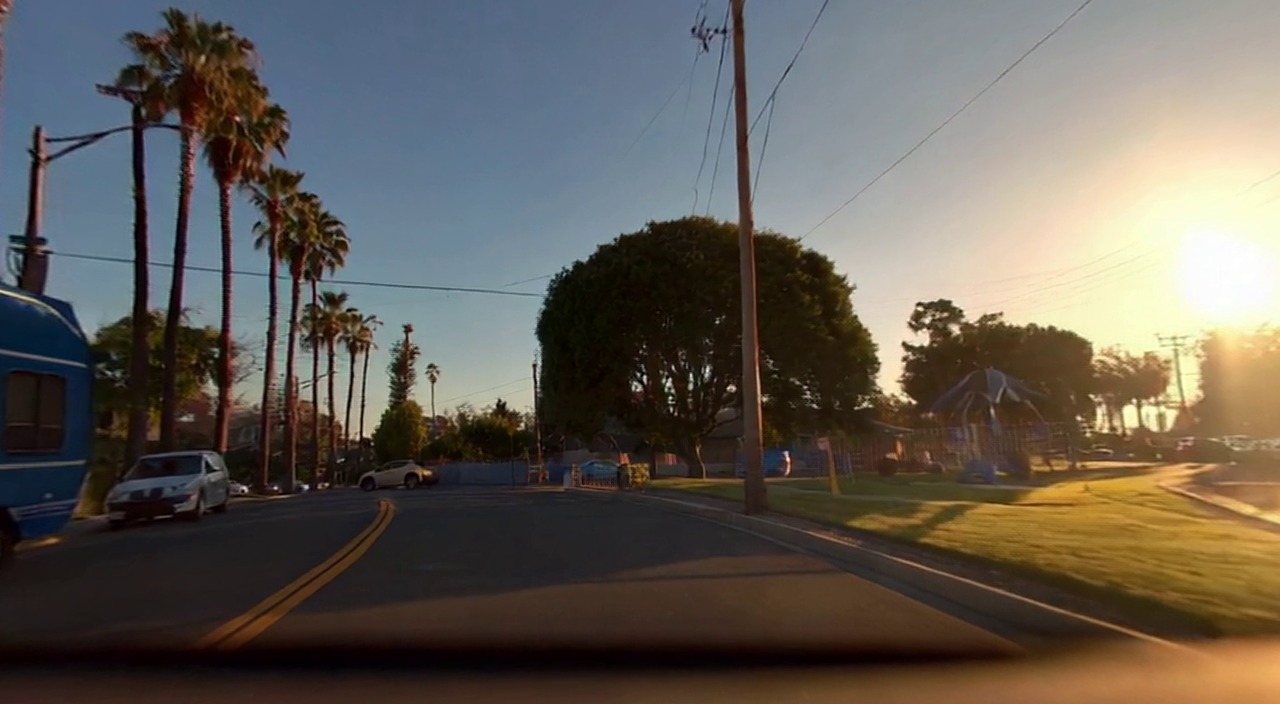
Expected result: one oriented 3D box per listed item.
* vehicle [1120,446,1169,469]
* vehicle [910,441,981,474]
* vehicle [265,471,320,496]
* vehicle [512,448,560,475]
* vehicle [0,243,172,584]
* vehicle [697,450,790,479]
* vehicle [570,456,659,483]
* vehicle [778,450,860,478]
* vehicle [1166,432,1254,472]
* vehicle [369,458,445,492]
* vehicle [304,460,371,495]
[{"bbox_3d":[38.308,7.994,48.063,1.912,1.455,4.268,-4,-6,25],"label":"vehicle"},{"bbox_3d":[20.893,7.144,43.148,4.994,1.898,2.267,3,-7,-38],"label":"vehicle"},{"bbox_3d":[-25.908,9.746,47.058,4.075,1.482,1.789,-5,-7,32],"label":"vehicle"},{"bbox_3d":[-7.920,8.368,48.535,2.164,1.764,4.492,-2,-6,11],"label":"vehicle"},{"bbox_3d":[-8.202,0.415,4.128,3.216,3.720,11.364,0,-6,-9],"label":"vehicle"},{"bbox_3d":[5.980,6.476,36.601,4.952,1.472,1.837,1,-6,-10],"label":"vehicle"},{"bbox_3d":[-1.430,6.750,36.425,4.966,1.377,1.739,-1,-6,4],"label":"vehicle"},{"bbox_3d":[10.751,6.688,37.943,4.461,1.417,1.781,1,-6,-18],"label":"vehicle"},{"bbox_3d":[33.240,5.783,37.031,2.094,1.992,4.941,-4,-6,22],"label":"vehicle"},{"bbox_3d":[-14.643,7.688,39.695,4.586,1.784,1.890,-4,-6,27],"label":"vehicle"},{"bbox_3d":[-20.996,8.631,43.756,4.844,1.974,2.092,-5,-7,36],"label":"vehicle"}]
